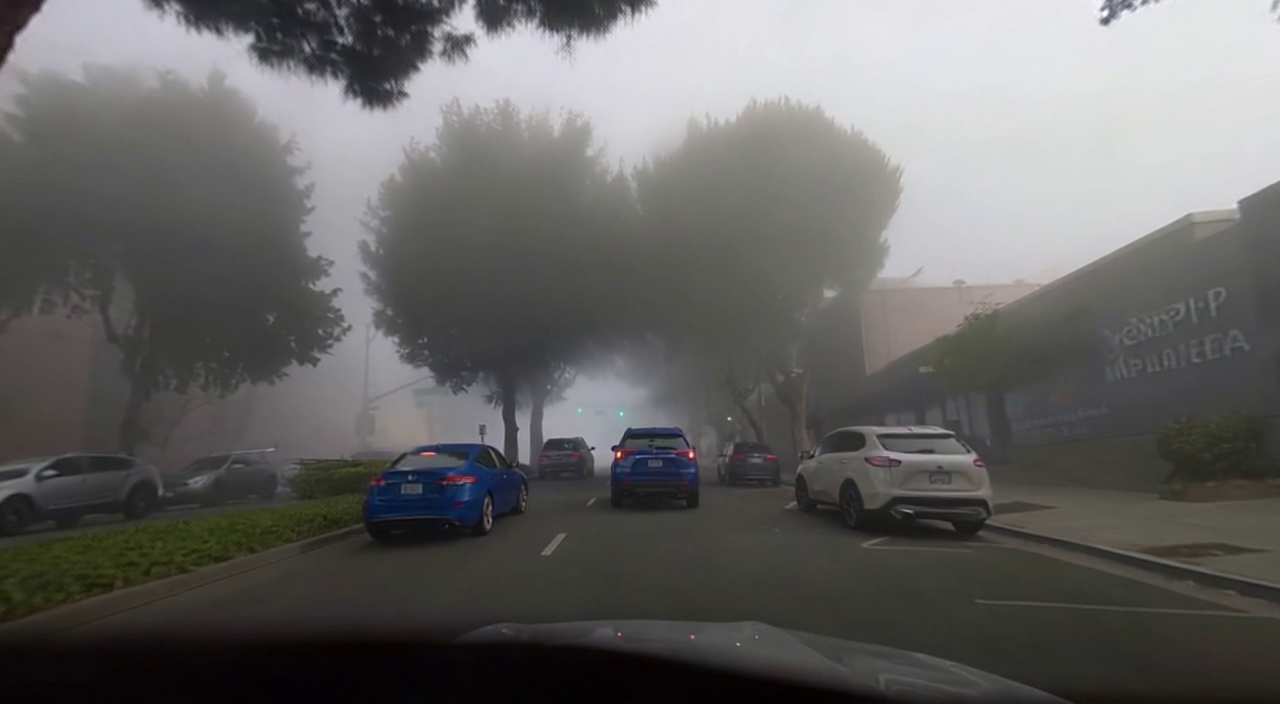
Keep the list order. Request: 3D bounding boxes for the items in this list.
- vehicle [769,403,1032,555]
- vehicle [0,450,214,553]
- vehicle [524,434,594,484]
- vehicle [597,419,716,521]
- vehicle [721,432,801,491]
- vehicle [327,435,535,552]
[{"bbox_3d":[3.988,2.070,11.100,2.038,1.865,5.786,3,-9,-2],"label":"vehicle"},{"bbox_3d":[-10.639,2.606,11.770,2.041,1.500,4.684,0,-8,0],"label":"vehicle"},{"bbox_3d":[-3.085,4.201,25.024,2.135,1.806,4.514,0,-8,1],"label":"vehicle"},{"bbox_3d":[0.290,2.354,13.061,2.075,1.770,4.018,0,-8,0],"label":"vehicle"},{"bbox_3d":[4.057,3.739,21.908,2.025,1.813,4.372,0,-8,2],"label":"vehicle"},{"bbox_3d":[-3.037,2.129,10.250,1.908,1.474,4.257,0,-8,0],"label":"vehicle"}]
